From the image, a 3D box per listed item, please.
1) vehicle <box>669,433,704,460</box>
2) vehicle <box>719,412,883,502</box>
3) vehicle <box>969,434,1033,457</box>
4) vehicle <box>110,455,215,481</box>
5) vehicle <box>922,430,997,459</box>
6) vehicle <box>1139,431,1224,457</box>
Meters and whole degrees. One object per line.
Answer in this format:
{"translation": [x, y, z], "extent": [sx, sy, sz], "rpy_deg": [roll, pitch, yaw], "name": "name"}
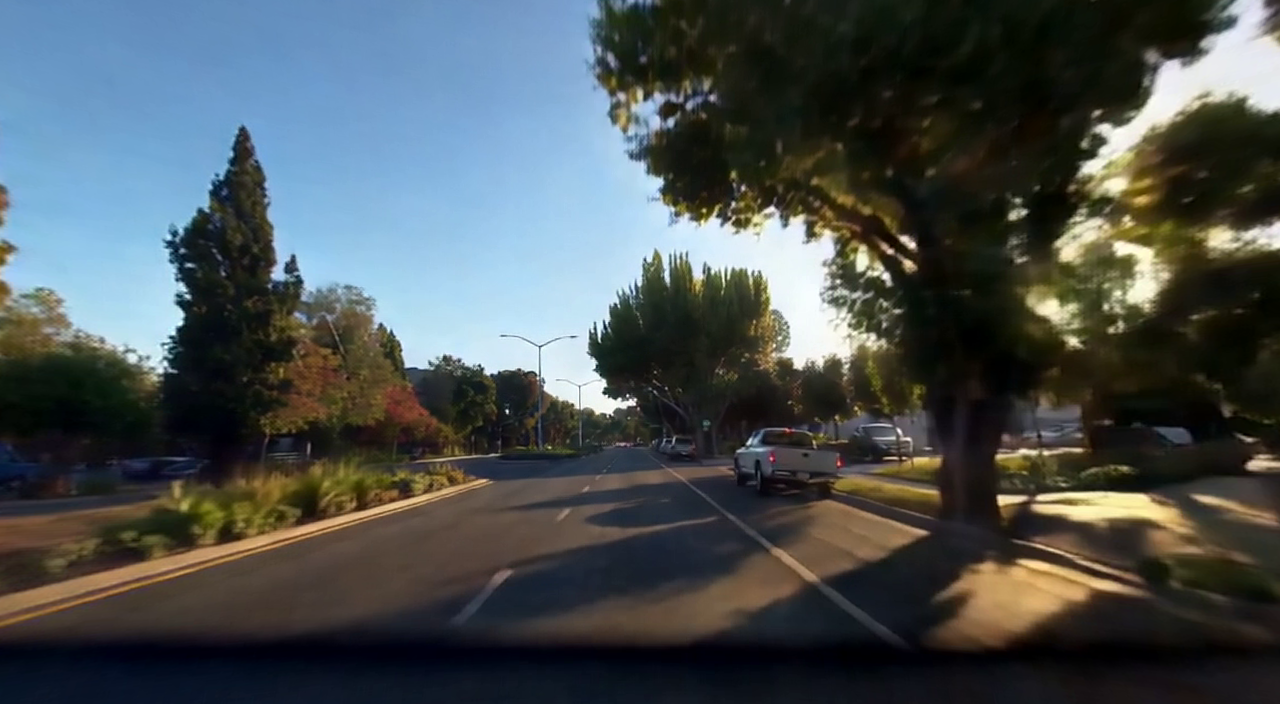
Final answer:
{"translation": [3.311, 6.858, 45.762], "extent": [2.144, 1.848, 4.159], "rpy_deg": [0, -8, -1], "name": "vehicle"}
{"translation": [3.784, 2.622, 16.217], "extent": [2.493, 1.896, 5.433], "rpy_deg": [0, -8, -4], "name": "vehicle"}
{"translation": [25.272, 6.590, 44.298], "extent": [1.896, 1.538, 4.080], "rpy_deg": [0, -9, -2], "name": "vehicle"}
{"translation": [-29.171, 7.090, 38.652], "extent": [4.719, 1.433, 1.995], "rpy_deg": [1, -8, -5], "name": "vehicle"}
{"translation": [22.310, 6.500, 44.342], "extent": [2.313, 1.900, 5.397], "rpy_deg": [1, -9, -1], "name": "vehicle"}
{"translation": [38.345, 6.518, 44.798], "extent": [1.870, 1.514, 4.544], "rpy_deg": [-6, -7, -1], "name": "vehicle"}
